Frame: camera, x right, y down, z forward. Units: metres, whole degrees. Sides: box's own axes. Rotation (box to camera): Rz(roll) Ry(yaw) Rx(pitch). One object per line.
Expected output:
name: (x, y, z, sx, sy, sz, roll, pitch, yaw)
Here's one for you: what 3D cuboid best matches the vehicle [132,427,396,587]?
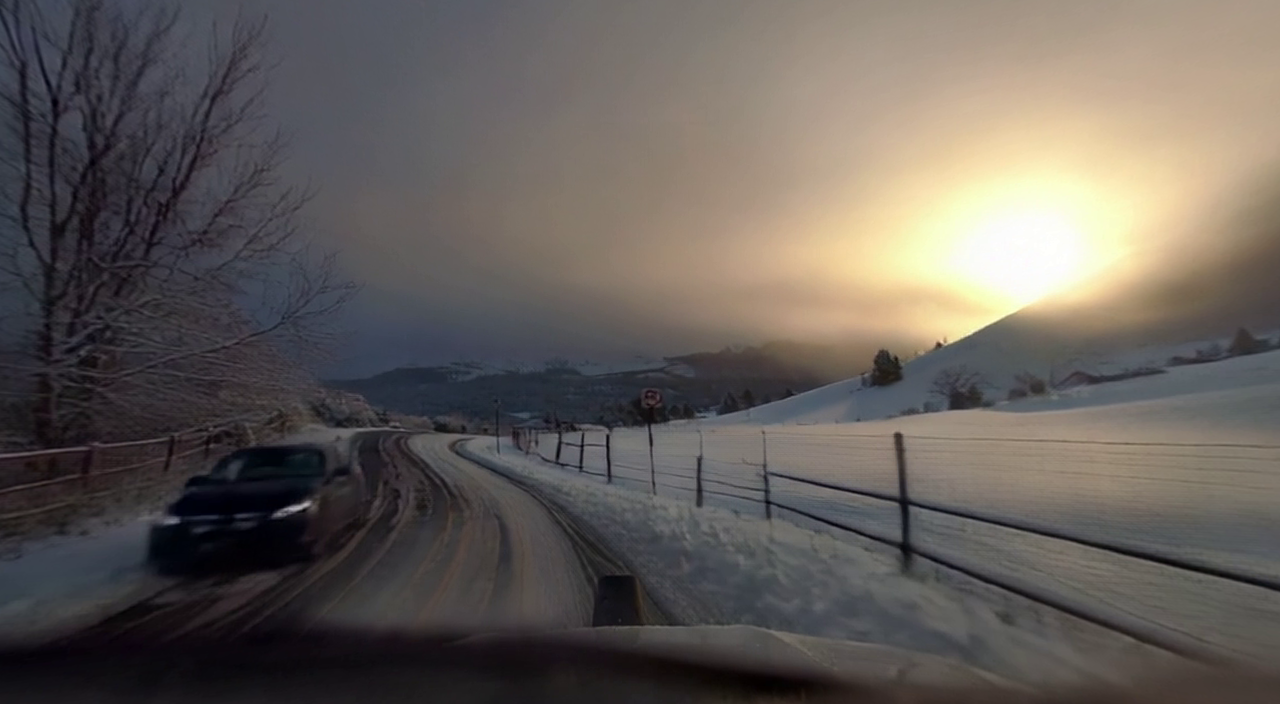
vehicle: (-5.023, 2.025, 9.203, 2.075, 1.562, 4.241, -3, -8, -13)
